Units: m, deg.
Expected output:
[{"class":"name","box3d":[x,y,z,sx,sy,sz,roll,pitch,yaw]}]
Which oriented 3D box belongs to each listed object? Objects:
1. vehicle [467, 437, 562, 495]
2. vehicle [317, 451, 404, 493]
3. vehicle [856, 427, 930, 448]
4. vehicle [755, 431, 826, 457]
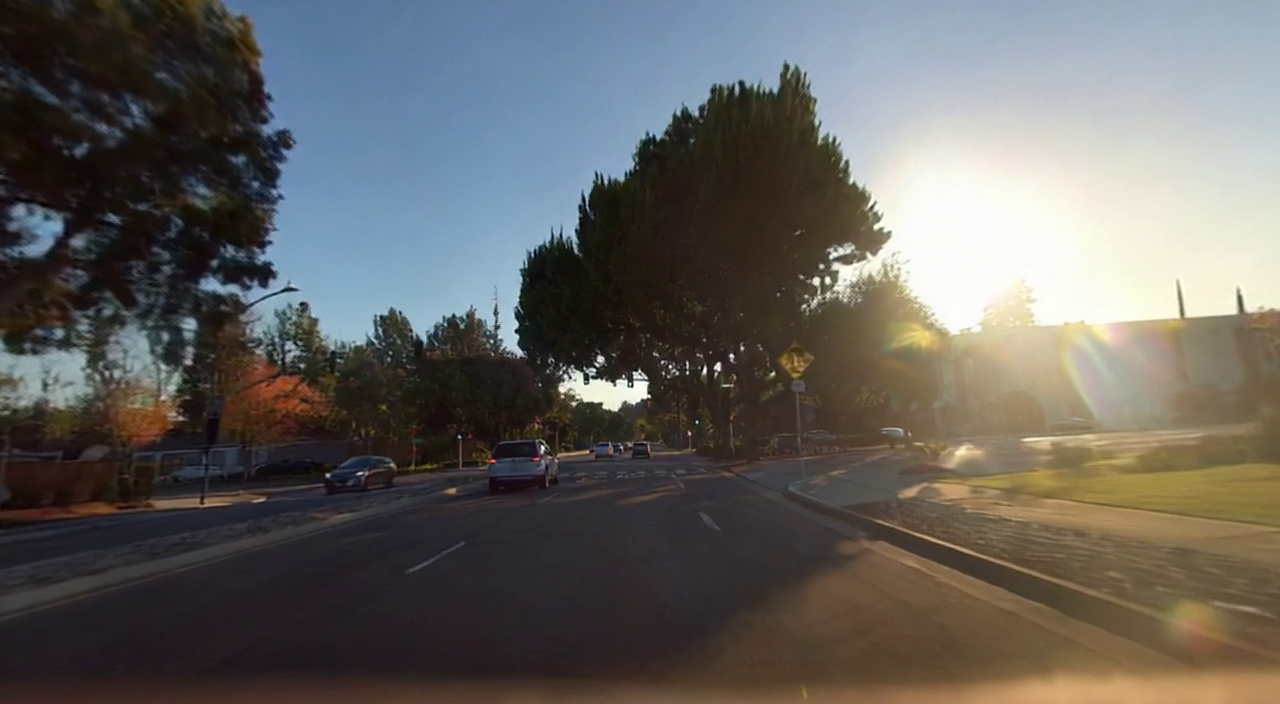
[{"class":"vehicle","box3d":[-4.011,3.727,21.133,2.169,1.706,4.638,-1,-8,1]},{"class":"vehicle","box3d":[-13.894,5.953,31.792,2.140,1.824,4.913,-2,-8,0]},{"class":"vehicle","box3d":[19.744,6.719,49.508,4.954,1.458,1.951,1,-9,2]},{"class":"vehicle","box3d":[11.089,6.825,46.861,4.817,1.789,2.010,-1,-9,6]}]
